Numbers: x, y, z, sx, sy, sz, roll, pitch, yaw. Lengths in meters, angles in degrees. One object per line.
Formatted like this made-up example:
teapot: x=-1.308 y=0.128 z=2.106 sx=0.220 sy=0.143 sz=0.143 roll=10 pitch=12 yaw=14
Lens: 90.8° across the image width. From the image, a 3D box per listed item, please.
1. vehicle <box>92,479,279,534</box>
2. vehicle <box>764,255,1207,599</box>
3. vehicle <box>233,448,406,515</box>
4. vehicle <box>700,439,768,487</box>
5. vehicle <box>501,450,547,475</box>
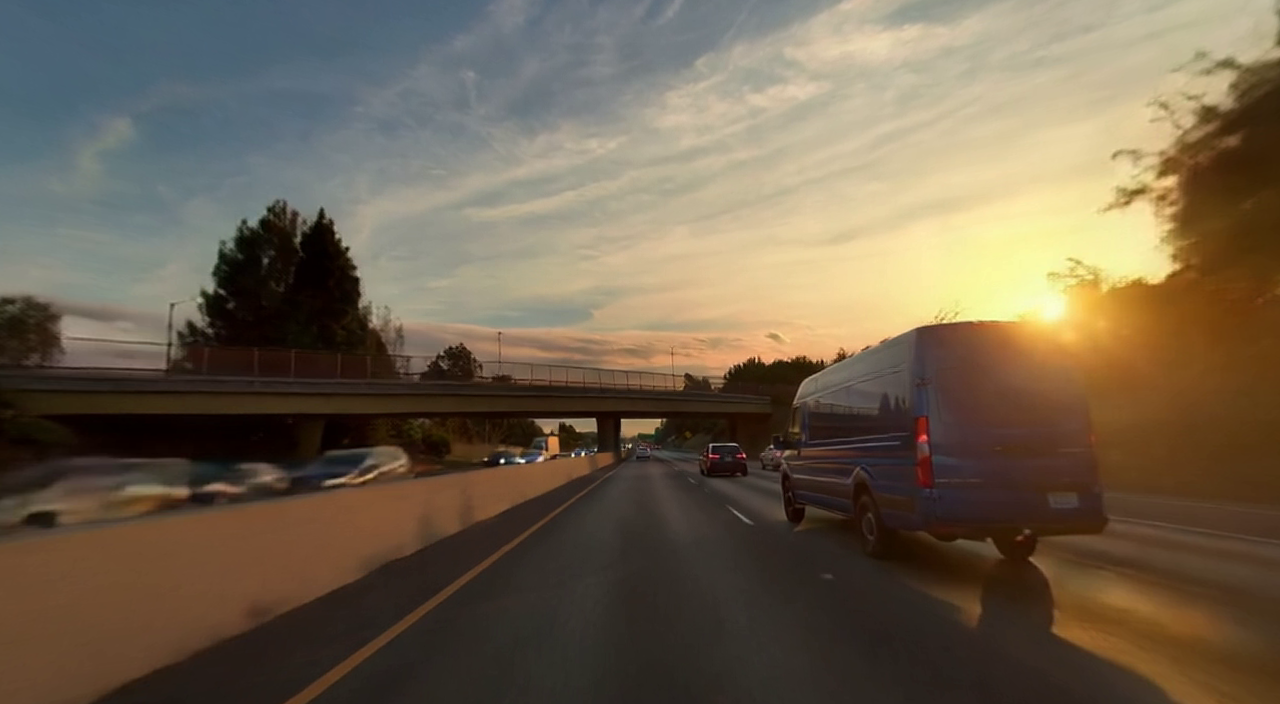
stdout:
vehicle: x=-11.338 y=3.870 z=16.190 sx=1.563 sy=1.002 sz=4.410 roll=0 pitch=-9 yaw=-1
vehicle: x=3.780 y=1.163 z=9.249 sx=2.460 sy=3.155 sz=6.902 roll=0 pitch=-9 yaw=0
vehicle: x=-7.574 y=3.074 z=15.500 sx=1.947 sy=1.385 sz=4.291 roll=0 pitch=-9 yaw=0
vehicle: x=3.608 y=4.351 z=25.026 sx=2.009 sy=1.731 sz=4.149 roll=0 pitch=-9 yaw=-1
vehicle: x=-7.644 y=7.292 z=41.945 sx=2.106 sy=1.549 sz=4.622 roll=0 pitch=-9 yaw=1
